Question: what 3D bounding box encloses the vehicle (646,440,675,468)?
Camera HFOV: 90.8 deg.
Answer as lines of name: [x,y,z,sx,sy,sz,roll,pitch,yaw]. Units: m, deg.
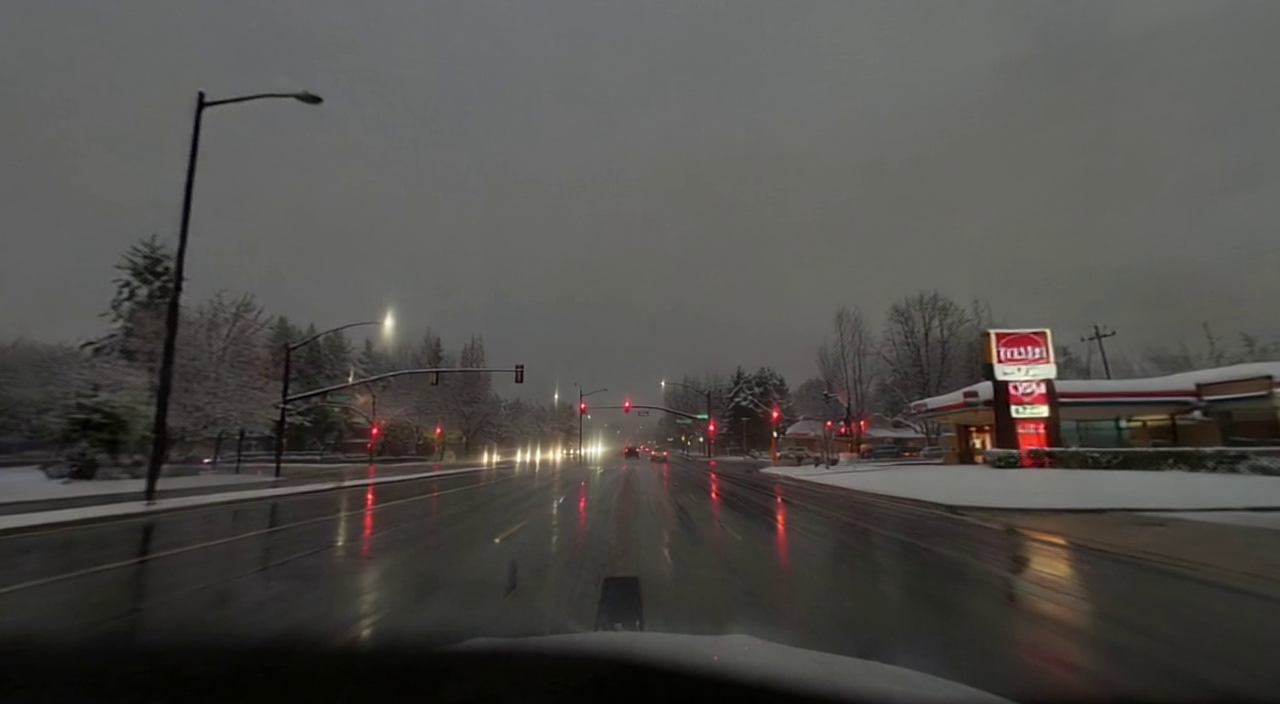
vehicle: [1.525,7.623,47.321,2.096,1.961,4.259,0,-9,2]
